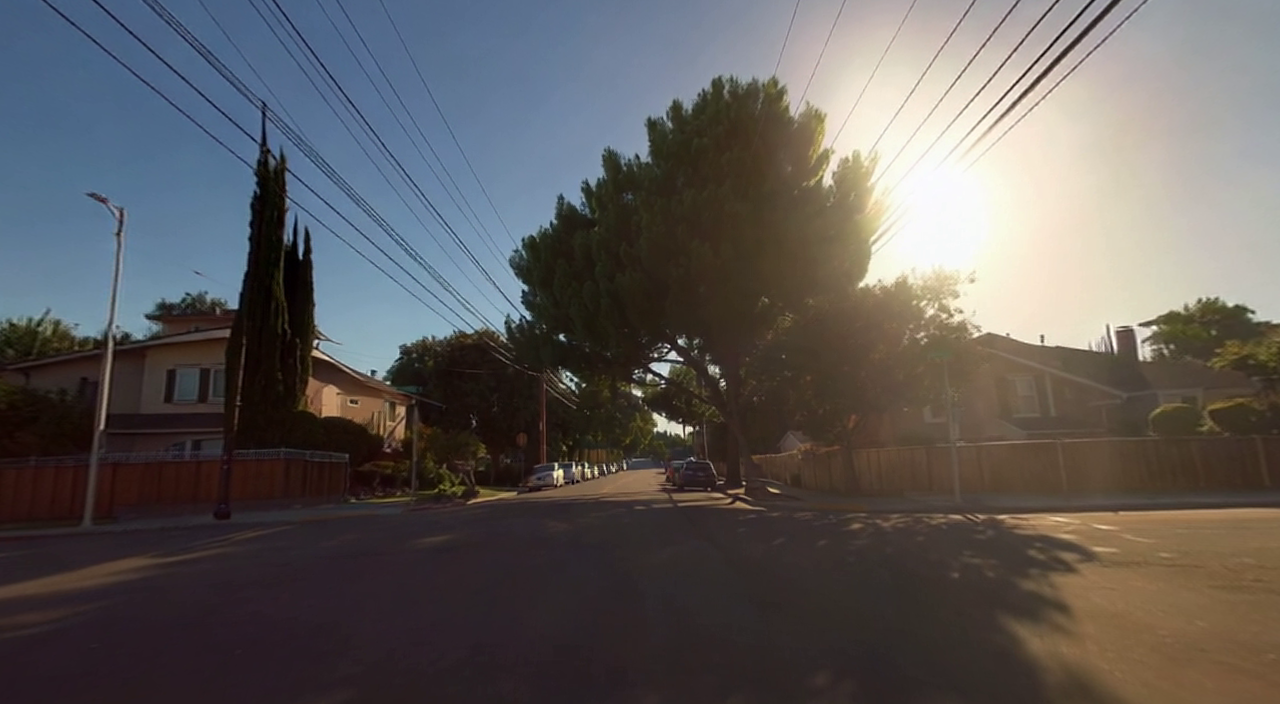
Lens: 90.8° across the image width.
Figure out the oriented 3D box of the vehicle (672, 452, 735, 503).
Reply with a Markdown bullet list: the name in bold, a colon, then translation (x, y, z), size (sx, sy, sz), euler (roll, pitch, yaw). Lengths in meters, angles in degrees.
- **vehicle**: translation (2.581, 5.263, 26.946), size (2.051, 1.874, 4.459), euler (0, -8, -2)

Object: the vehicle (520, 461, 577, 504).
- **vehicle**: translation (-4.304, 6.226, 30.451), size (2.189, 1.771, 4.571), euler (0, -9, -1)
